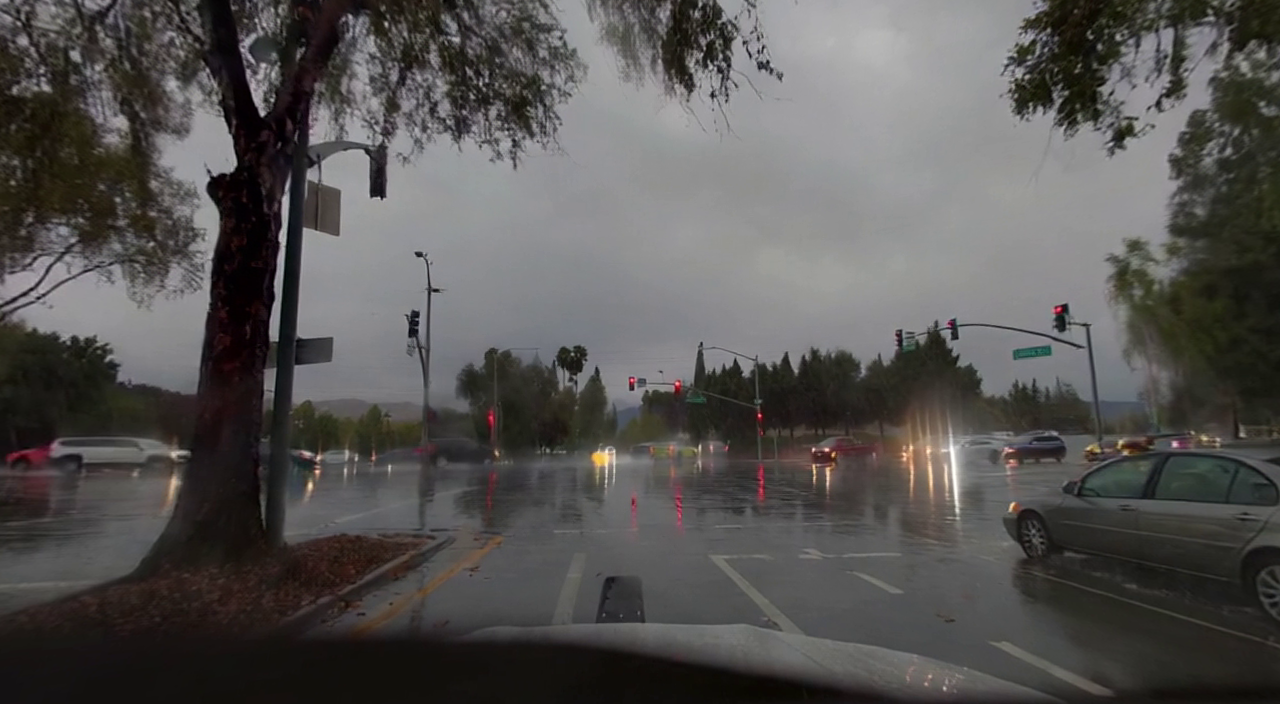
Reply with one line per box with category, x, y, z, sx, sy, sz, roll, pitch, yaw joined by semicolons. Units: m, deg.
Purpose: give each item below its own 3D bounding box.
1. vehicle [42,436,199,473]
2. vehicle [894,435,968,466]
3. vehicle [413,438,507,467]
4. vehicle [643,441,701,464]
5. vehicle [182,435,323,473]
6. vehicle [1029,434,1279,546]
vehicle;-22.258;4.412;27.314;4.709;1.514;1.985;3;-9;-18
vehicle;15.844;5.393;34.649;2.001;1.561;4.481;0;-8;1
vehicle;-9.953;5.574;35.150;4.580;1.472;1.891;7;-11;-40
vehicle;2.274;6.867;43.454;1.935;1.476;4.849;-5;-10;30
vehicle;-16.100;4.268;26.561;4.671;1.465;1.934;3;-9;-21
vehicle;9.292;2.288;11.073;1.993;1.505;4.721;3;-9;0
